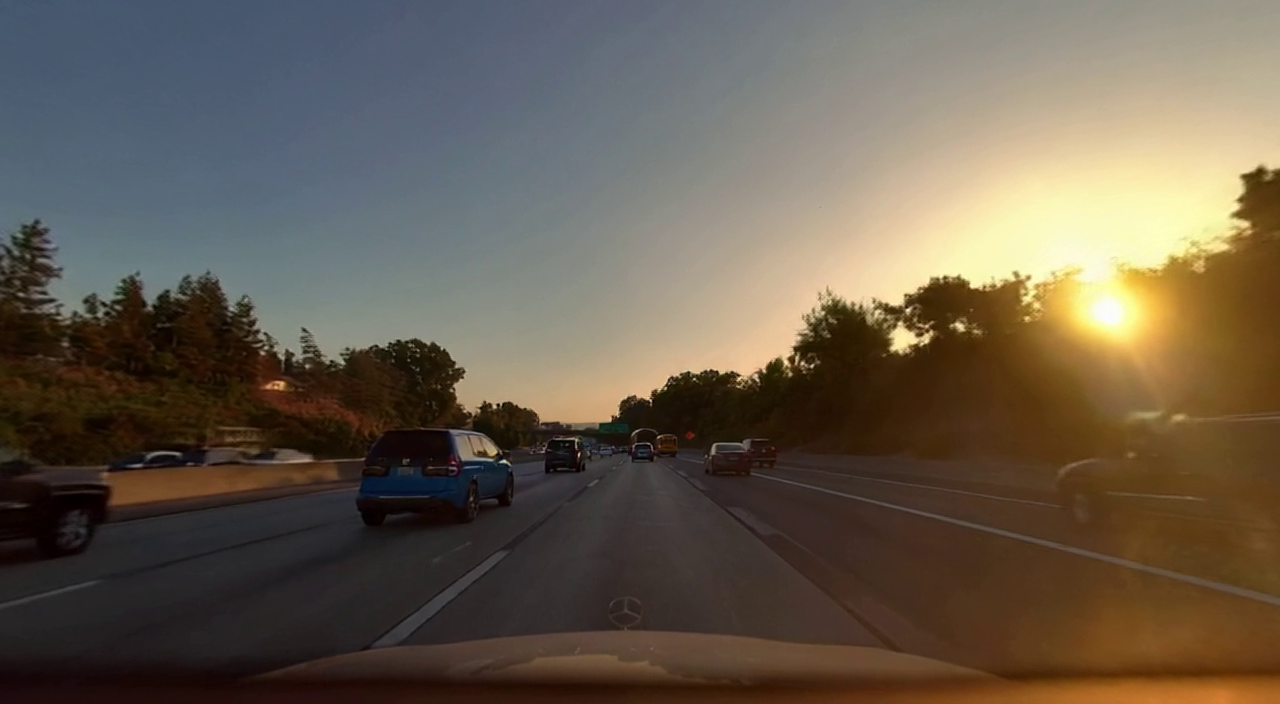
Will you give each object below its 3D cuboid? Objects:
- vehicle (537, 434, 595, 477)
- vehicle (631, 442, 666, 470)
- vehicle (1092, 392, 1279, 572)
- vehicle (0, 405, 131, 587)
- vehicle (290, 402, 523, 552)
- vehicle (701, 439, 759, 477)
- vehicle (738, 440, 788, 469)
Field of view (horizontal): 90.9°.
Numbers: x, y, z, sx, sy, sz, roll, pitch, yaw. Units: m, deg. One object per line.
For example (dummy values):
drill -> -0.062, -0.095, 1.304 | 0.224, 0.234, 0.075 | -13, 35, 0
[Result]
vehicle -> -3.451, 4.931, 30.245 | 2.155, 1.843, 4.567 | 0, -8, 1
vehicle -> 0.501, 6.328, 38.529 | 2.042, 1.632, 3.654 | 0, -8, 1
vehicle -> 7.923, 1.391, 6.813 | 2.227, 1.895, 5.197 | 0, -9, 1
vehicle -> -7.658, 1.354, 5.664 | 2.072, 1.852, 4.760 | -1, -9, 2
vehicle -> -3.405, 1.926, 10.332 | 2.016, 1.898, 4.458 | 0, -8, 1
vehicle -> 4.266, 5.080, 30.589 | 2.050, 1.661, 4.636 | 0, -8, -1
vehicle -> 8.158, 6.854, 42.394 | 2.191, 1.807, 5.692 | 0, -8, 0
